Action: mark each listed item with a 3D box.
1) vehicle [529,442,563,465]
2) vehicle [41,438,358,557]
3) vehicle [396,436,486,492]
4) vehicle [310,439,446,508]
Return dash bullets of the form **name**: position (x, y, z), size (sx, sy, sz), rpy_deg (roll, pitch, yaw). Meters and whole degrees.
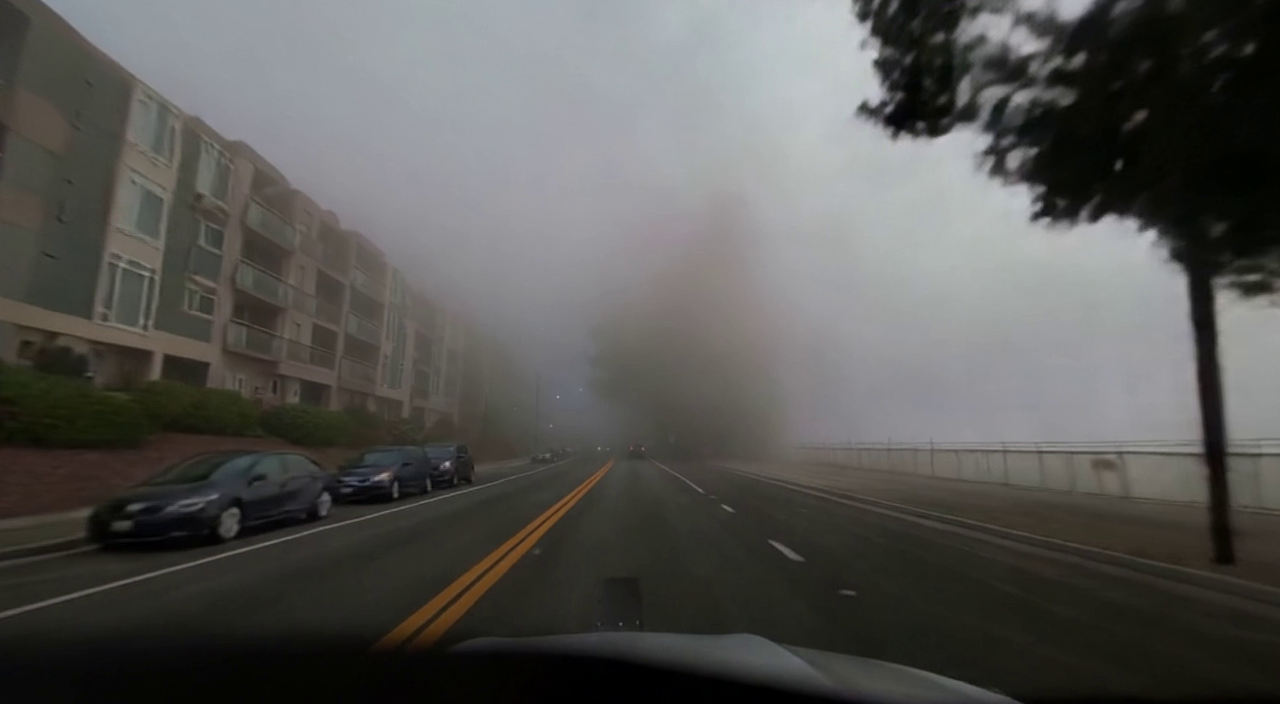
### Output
- **vehicle**: position (-7.184, 7.780, 48.722), size (1.913, 1.560, 4.513), rpy_deg (3, -8, 0)
- **vehicle**: position (-6.728, 2.199, 10.539), size (1.914, 1.417, 4.750), rpy_deg (3, -8, -1)
- **vehicle**: position (-6.795, 3.805, 22.012), size (1.878, 1.658, 3.827), rpy_deg (3, -7, -1)
- **vehicle**: position (-6.772, 3.130, 16.906), size (1.773, 1.466, 4.407), rpy_deg (4, -8, -1)
